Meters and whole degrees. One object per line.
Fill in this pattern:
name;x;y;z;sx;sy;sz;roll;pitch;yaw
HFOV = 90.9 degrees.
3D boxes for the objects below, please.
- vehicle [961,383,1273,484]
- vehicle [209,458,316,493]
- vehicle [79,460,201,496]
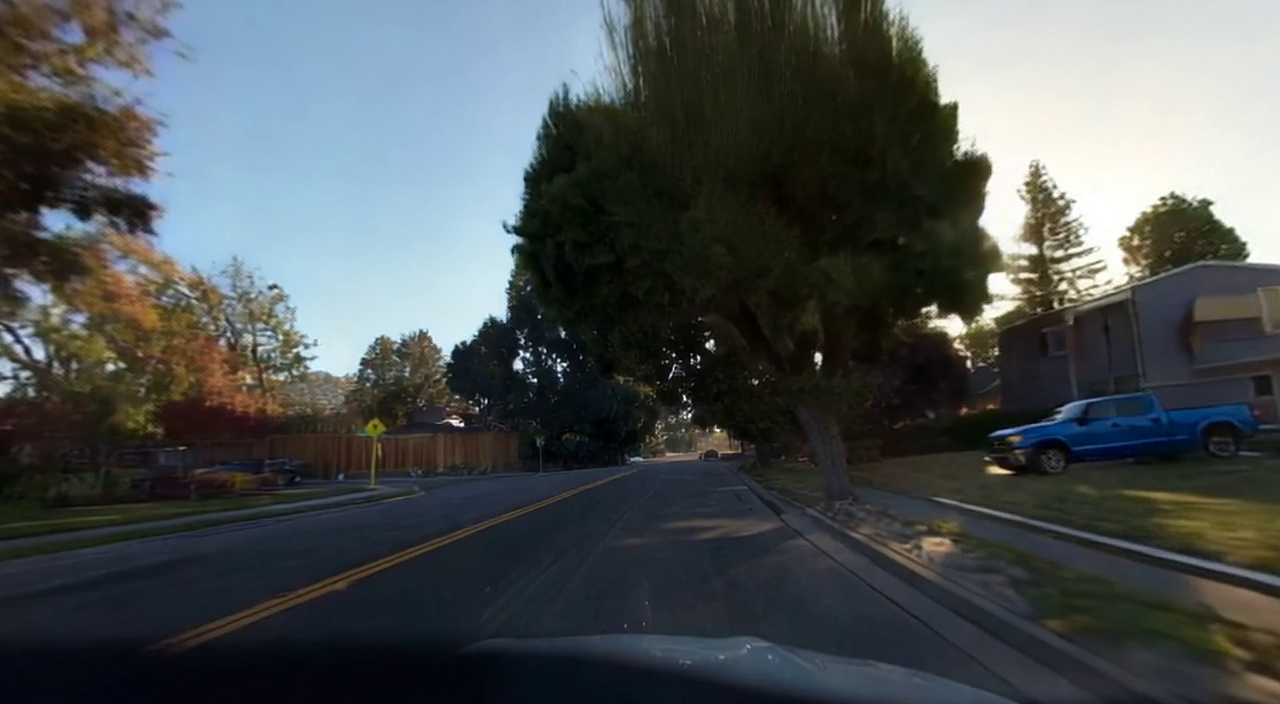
vehicle;11.586;2.061;15.810;5.704;1.788;2.095;-7;-8;8
vehicle;-18.642;6.086;31.211;4.270;1.481;1.972;-3;-9;10
vehicle;-25.413;6.394;32.120;4.751;1.489;2.052;-4;-9;7
